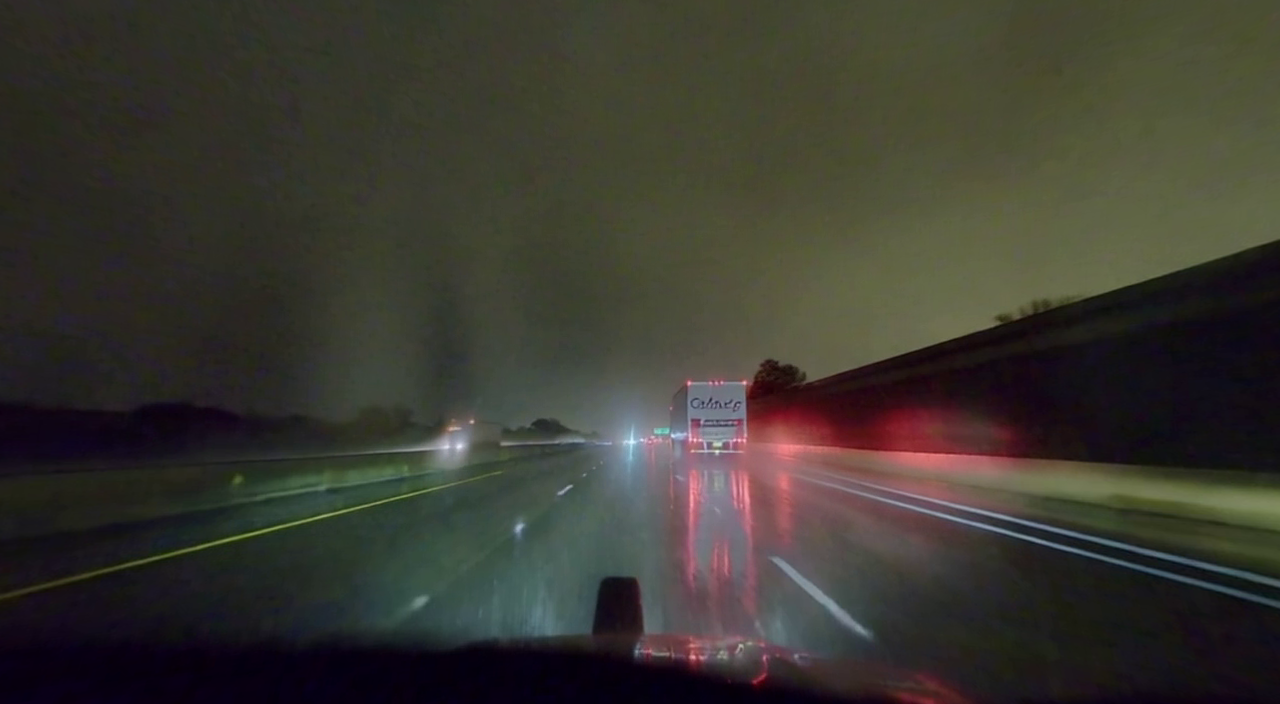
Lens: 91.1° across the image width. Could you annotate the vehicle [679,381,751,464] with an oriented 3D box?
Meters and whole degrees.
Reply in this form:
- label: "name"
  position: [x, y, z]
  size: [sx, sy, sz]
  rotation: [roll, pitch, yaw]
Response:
- label: "vehicle"
  position: [3.856, 3.991, 34.512]
  size: [2.840, 3.947, 8.920]
  rotation: [0, -8, 0]
